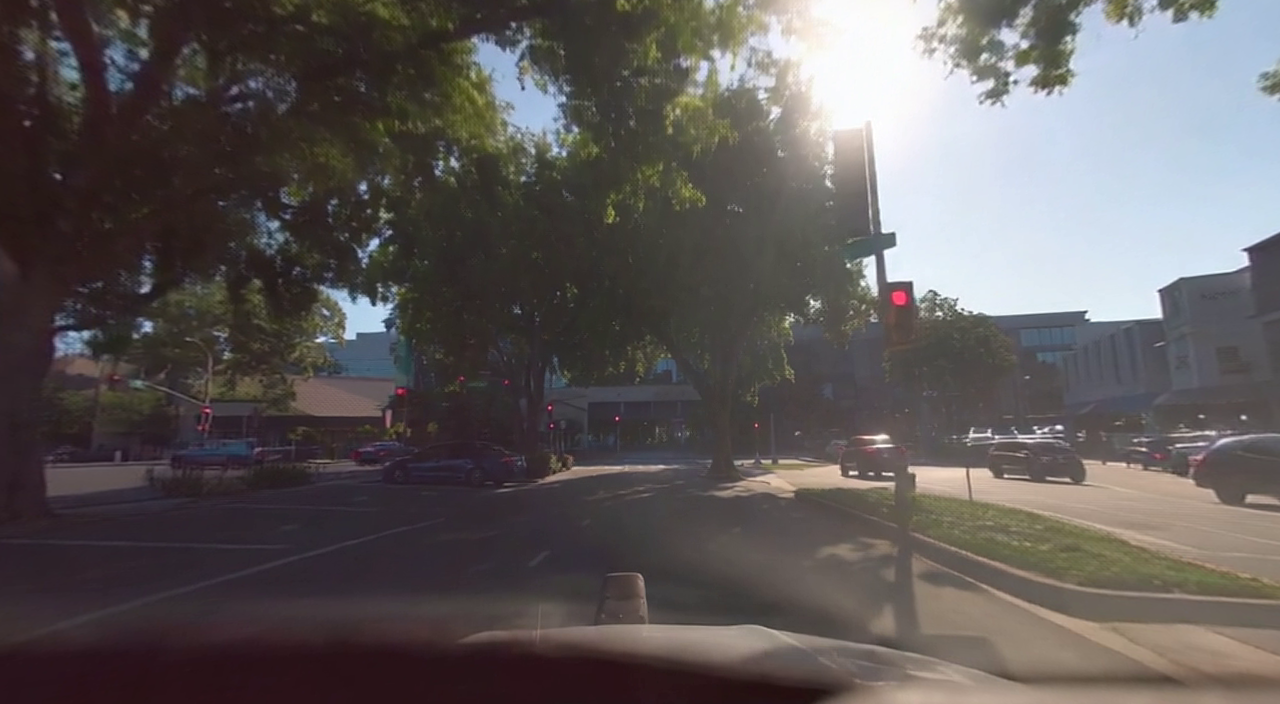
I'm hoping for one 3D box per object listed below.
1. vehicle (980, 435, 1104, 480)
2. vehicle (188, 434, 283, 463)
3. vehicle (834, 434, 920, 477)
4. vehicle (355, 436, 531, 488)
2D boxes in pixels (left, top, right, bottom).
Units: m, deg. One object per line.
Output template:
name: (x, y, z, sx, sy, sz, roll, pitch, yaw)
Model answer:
vehicle: (14.673, 3.832, 23.402, 1.951, 1.491, 4.359, 0, -8, 4)
vehicle: (-25.793, 6.142, 40.420, 4.906, 1.784, 1.913, 5, -9, -32)
vehicle: (9.238, 4.046, 25.091, 2.061, 1.519, 4.794, -1, -8, 6)
vehicle: (-6.063, 3.380, 19.748, 4.792, 1.468, 2.116, -1, -8, 11)
